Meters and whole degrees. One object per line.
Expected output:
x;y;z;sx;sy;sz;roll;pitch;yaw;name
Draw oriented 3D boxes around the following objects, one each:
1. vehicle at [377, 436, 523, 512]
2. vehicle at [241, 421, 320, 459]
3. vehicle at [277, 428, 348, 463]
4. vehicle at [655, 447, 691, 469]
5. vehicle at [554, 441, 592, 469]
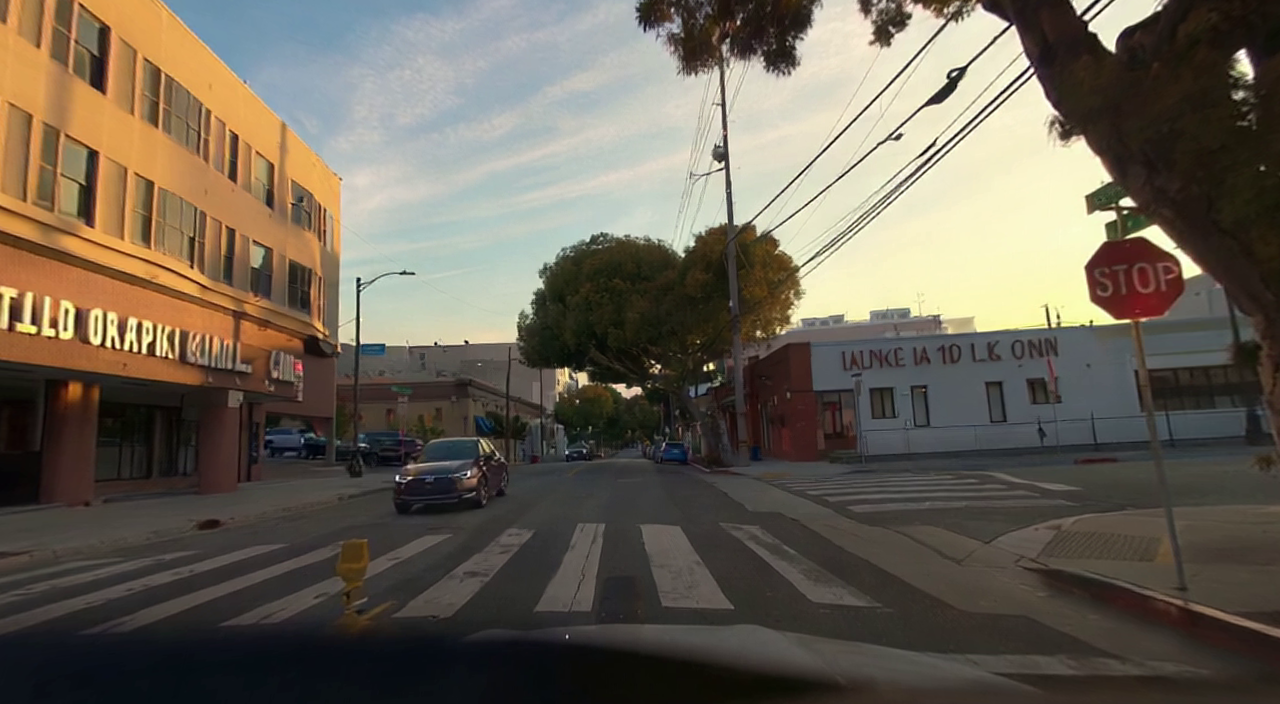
-4.250;2.803;15.056;2.140;1.512;4.536;0;-8;-1;vehicle
-28.119;6.975;49.756;2.249;2.760;6.636;0;-8;0;vehicle
-25.428;7.285;49.331;2.288;2.514;5.886;0;-8;0;vehicle
2.108;6.927;41.504;1.877;1.373;3.854;0;-8;-3;vehicle
-5.068;7.915;48.766;2.495;1.966;4.846;0;-8;-1;vehicle
